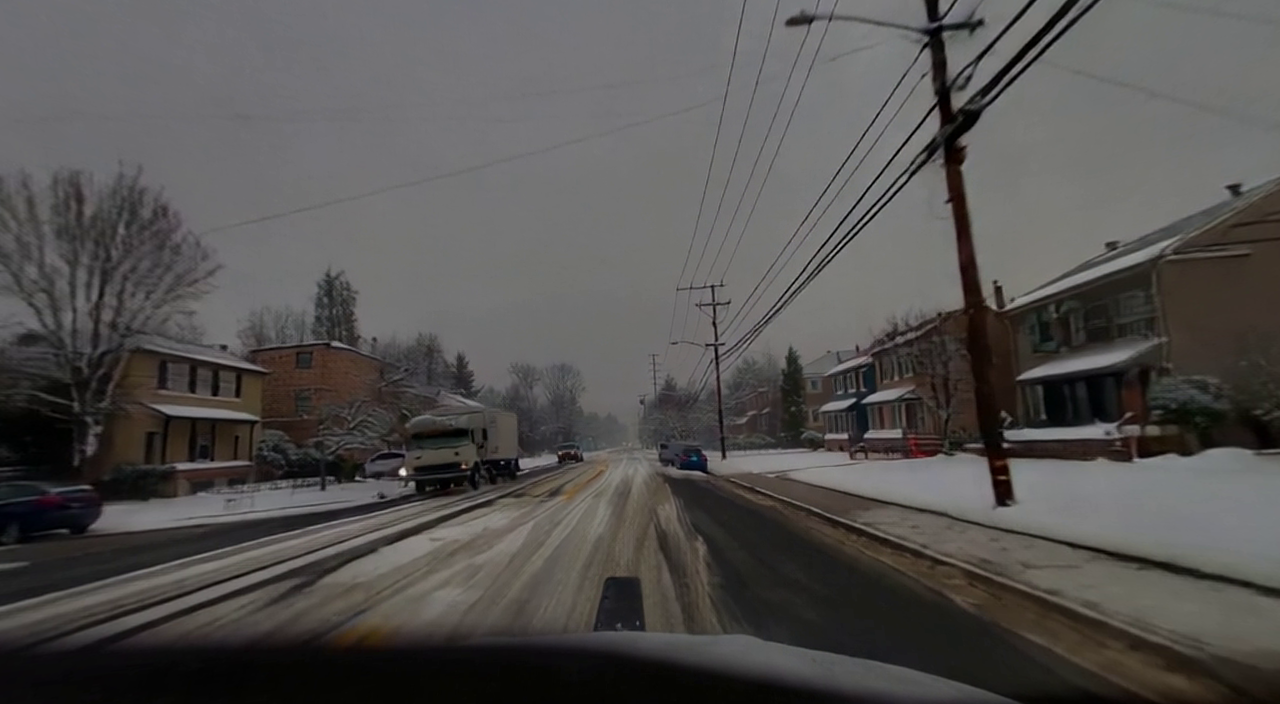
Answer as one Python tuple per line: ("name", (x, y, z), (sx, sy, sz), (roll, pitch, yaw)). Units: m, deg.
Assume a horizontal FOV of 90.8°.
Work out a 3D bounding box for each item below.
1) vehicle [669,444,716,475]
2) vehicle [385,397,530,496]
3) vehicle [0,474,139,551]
("vehicle", (2.671, 5.609, 33.181), (1.890, 1.463, 4.952), (0, -9, -1))
("vehicle", (-6.666, 3.685, 24.700), (3.197, 3.187, 7.847), (-1, -9, 1))
("vehicle", (-15.182, 3.859, 15.370), (4.204, 1.626, 1.874), (1, -9, -5))
